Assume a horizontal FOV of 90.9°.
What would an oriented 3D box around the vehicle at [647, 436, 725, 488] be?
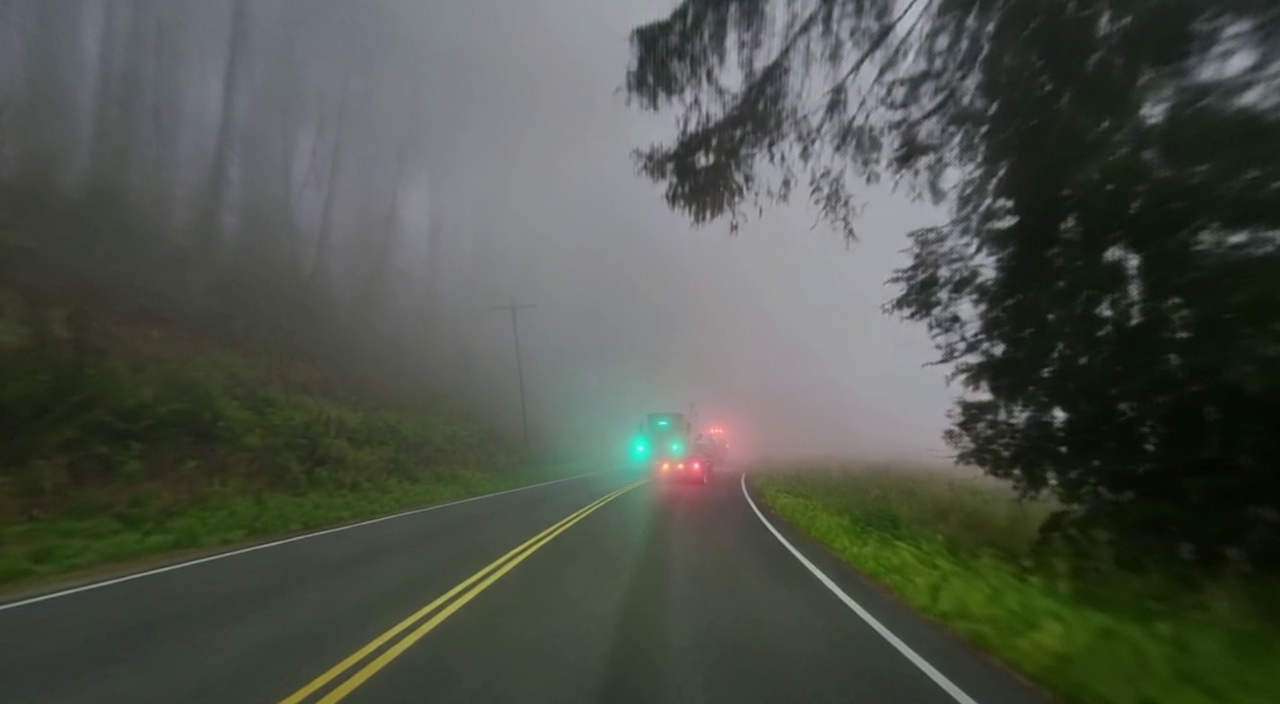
[{"bbox_3d":[1.556,3.440,20.113,2.196,1.465,4.294,-1,-8,7],"label":"vehicle"}]
